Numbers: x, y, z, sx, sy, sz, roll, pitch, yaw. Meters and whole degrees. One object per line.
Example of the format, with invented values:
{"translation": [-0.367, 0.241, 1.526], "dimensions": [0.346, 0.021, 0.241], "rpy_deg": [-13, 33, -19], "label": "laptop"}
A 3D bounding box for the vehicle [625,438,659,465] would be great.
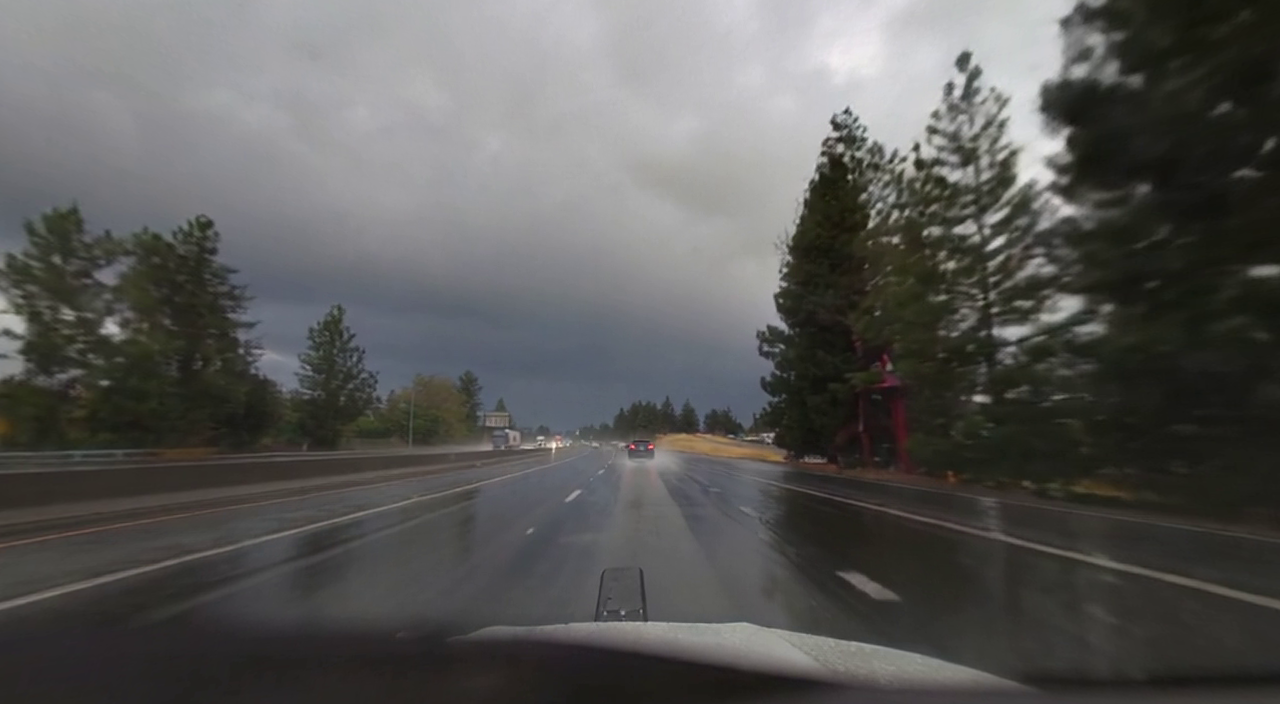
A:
{"translation": [0.081, 6.350, 40.249], "dimensions": [2.029, 1.666, 4.064], "rpy_deg": [0, -8, -2], "label": "vehicle"}
